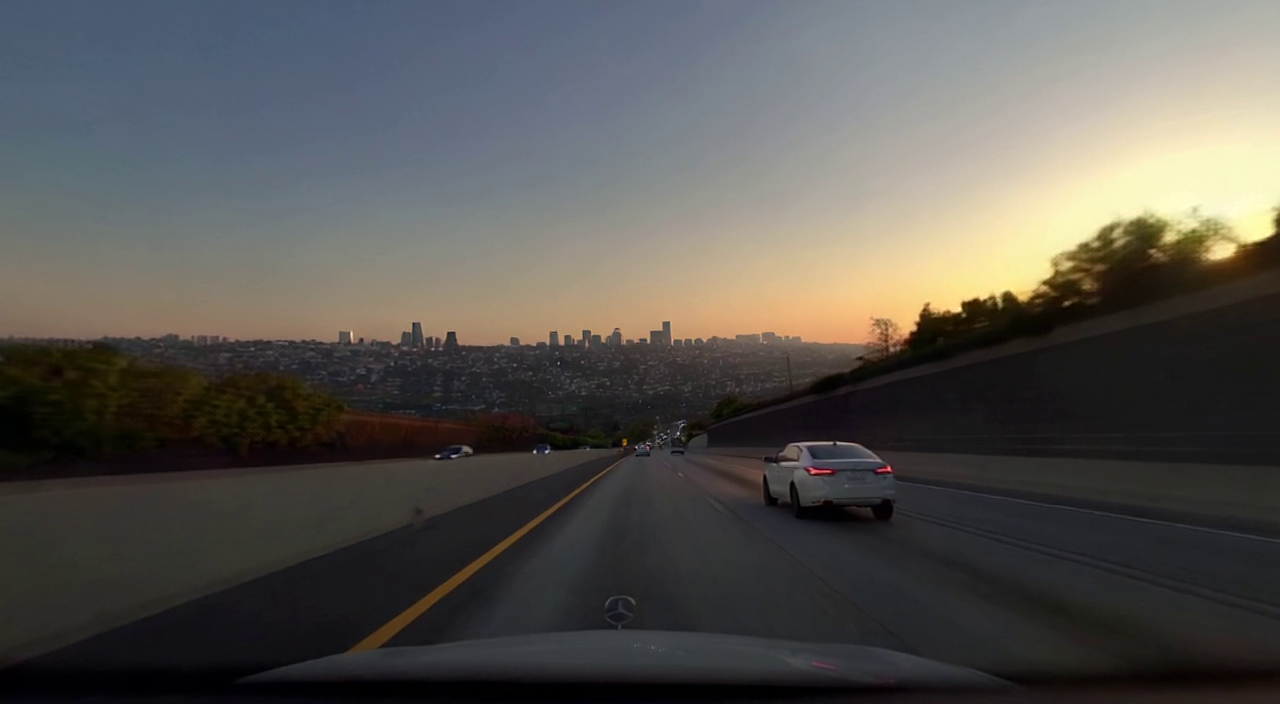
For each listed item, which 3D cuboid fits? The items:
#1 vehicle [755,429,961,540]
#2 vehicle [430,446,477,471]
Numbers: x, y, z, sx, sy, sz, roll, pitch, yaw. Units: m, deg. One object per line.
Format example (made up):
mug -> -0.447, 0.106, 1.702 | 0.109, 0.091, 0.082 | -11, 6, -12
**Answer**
vehicle -> 3.481, 2.198, 11.197 | 1.982, 1.533, 4.612 | 0, -8, 0
vehicle -> -14.542, 8.333, 49.503 | 2.106, 1.809, 4.622 | 0, -8, 1
